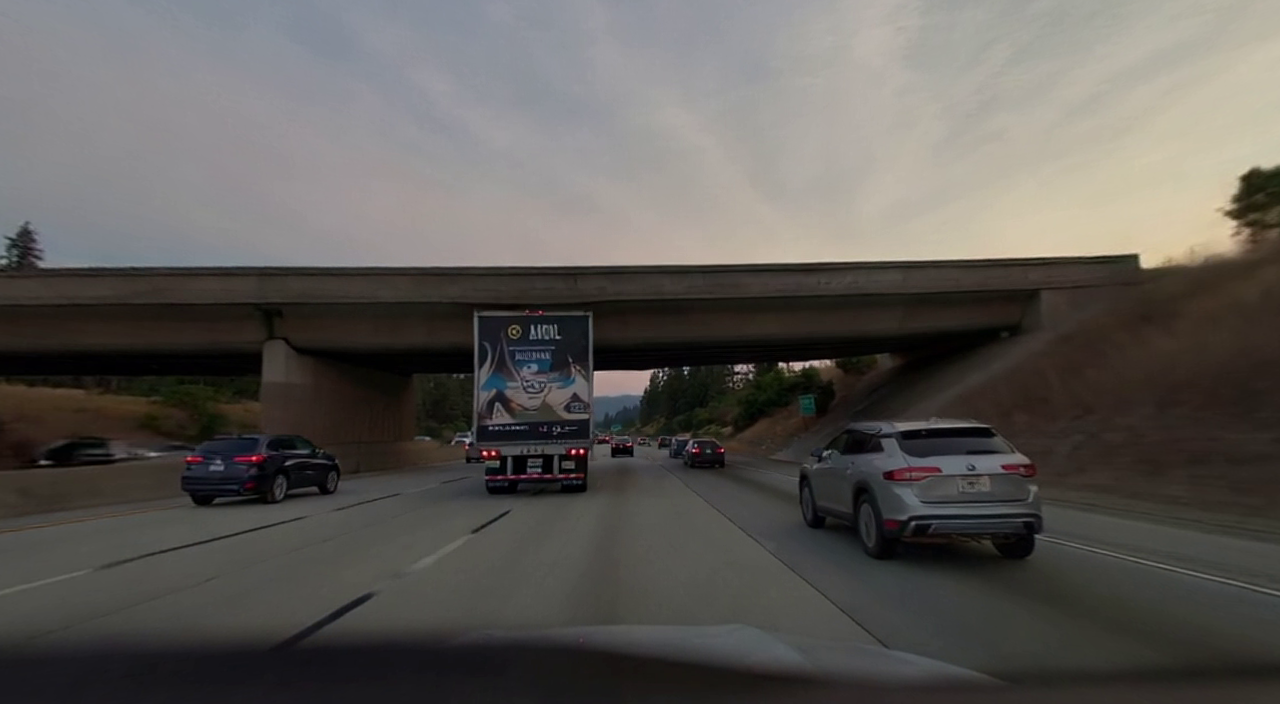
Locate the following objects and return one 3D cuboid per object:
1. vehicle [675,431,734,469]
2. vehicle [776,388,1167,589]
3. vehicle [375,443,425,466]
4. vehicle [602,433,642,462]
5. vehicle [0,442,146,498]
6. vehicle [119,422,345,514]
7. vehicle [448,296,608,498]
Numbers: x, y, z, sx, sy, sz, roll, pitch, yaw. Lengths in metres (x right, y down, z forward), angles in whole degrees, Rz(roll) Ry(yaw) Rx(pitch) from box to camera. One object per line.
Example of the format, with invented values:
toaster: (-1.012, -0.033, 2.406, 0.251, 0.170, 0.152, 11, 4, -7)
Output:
vehicle: (2.776, 4.339, 28.194, 2.003, 1.519, 4.580, 0, -8, -2)
vehicle: (3.248, 1.422, 7.479, 2.118, 1.647, 4.400, 0, -8, -2)
vehicle: (-17.070, 7.304, 44.985, 1.874, 1.491, 4.393, 0, -8, 0)
vehicle: (-1.002, 5.435, 36.040, 2.168, 1.547, 4.618, 0, -8, -1)
vehicle: (-19.882, 3.968, 21.671, 2.008, 1.646, 4.615, 0, -8, -1)
vehicle: (-8.544, 2.429, 13.796, 2.048, 1.652, 4.421, 0, -8, -1)
vehicle: (-2.487, 1.481, 16.783, 2.911, 3.787, 9.905, 1, -8, -5)
